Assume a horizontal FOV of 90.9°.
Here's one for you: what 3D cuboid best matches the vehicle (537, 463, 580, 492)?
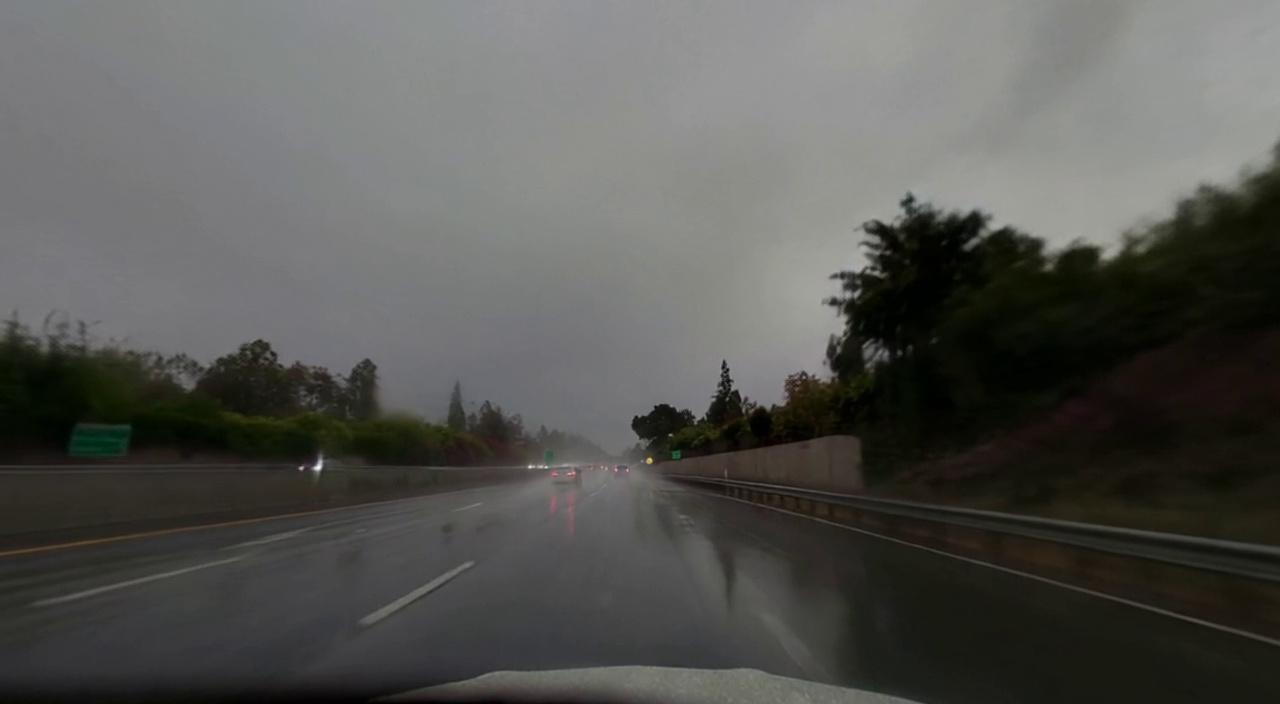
[{"bbox_3d":[-4.885,7.607,38.338,2.039,1.605,4.365,1,-10,0],"label":"vehicle"}]
